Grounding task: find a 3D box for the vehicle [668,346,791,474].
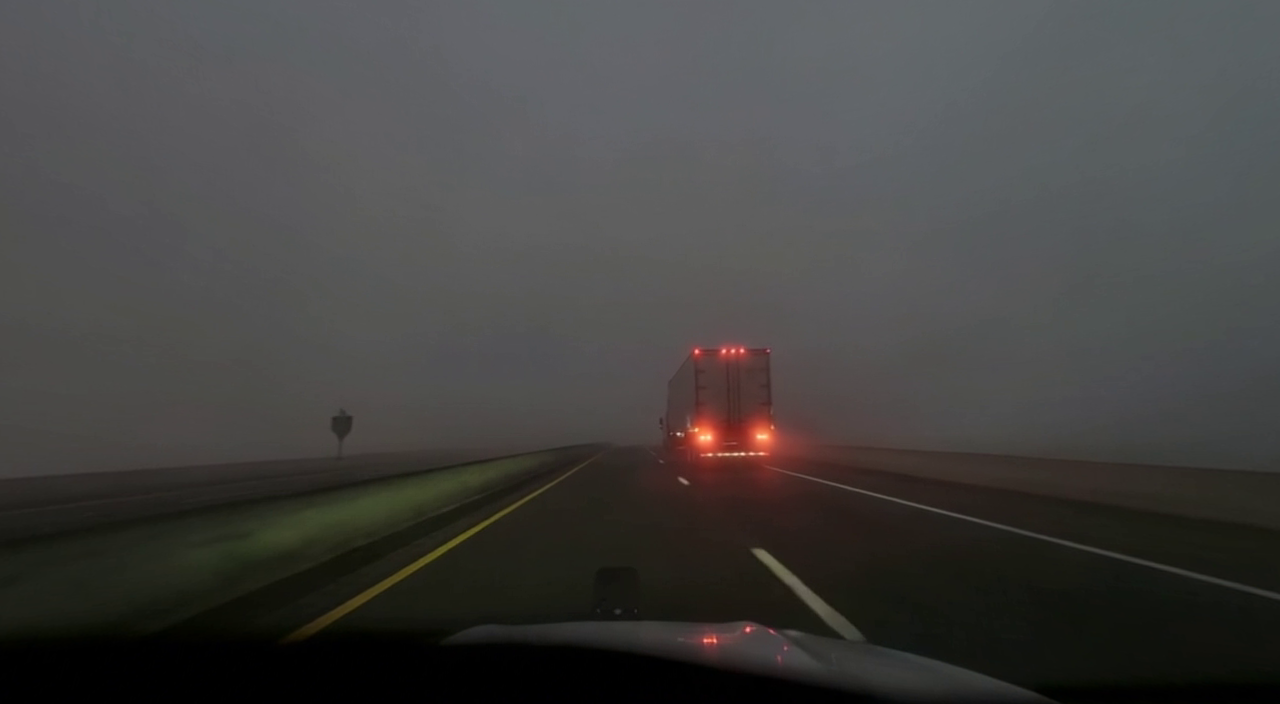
[{"bbox_3d":[3.104,2.701,26.627,2.924,4.024,13.639,0,-8,-1],"label":"vehicle"}]
